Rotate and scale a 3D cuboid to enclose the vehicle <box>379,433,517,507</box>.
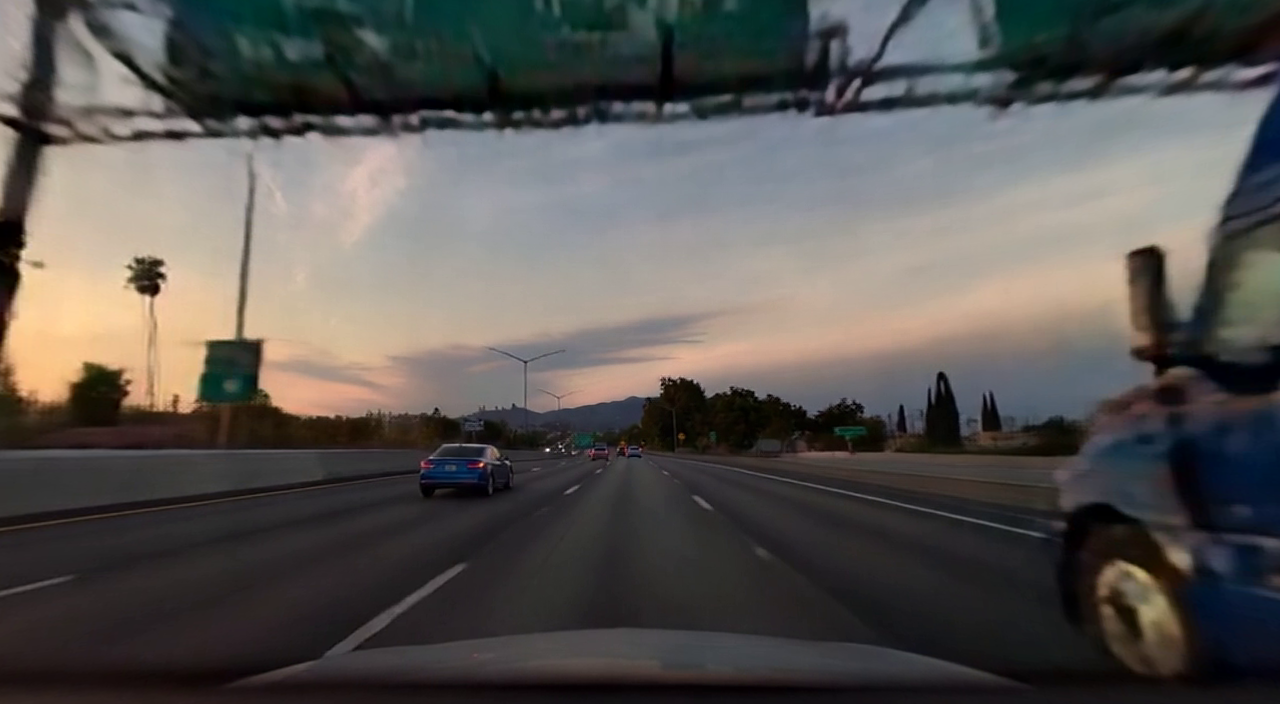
[{"bbox_3d":[-4.497,2.829,15.533,2.120,1.537,4.139,0,-8,0],"label":"vehicle"}]

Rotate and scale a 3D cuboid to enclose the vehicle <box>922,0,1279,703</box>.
[{"bbox_3d":[3.535,-0.088,1.224,3.073,3.886,5.856,0,-8,-1],"label":"vehicle"}]
